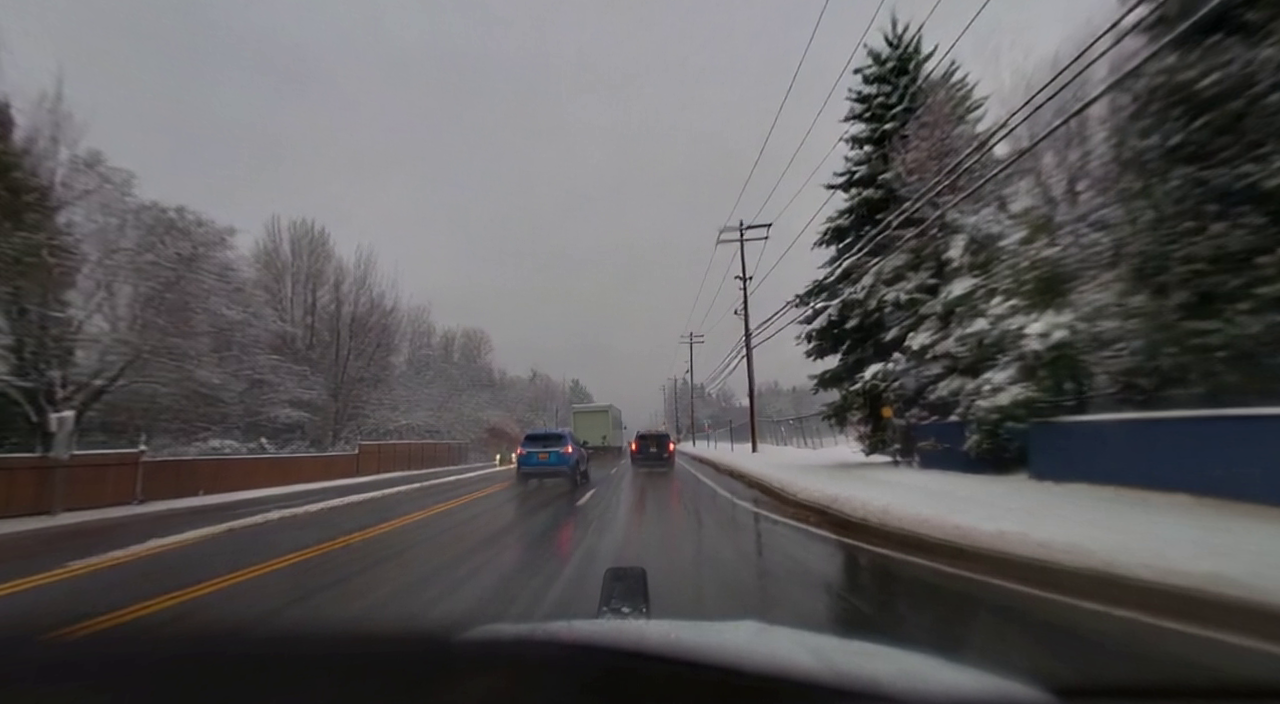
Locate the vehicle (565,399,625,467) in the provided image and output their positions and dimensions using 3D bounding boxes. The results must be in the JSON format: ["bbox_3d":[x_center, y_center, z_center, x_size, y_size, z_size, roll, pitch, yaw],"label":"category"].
[{"bbox_3d":[-2.597,5.231,40.053,2.928,3.658,10.953,-1,-8,0],"label":"vehicle"}]

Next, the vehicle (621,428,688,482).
[{"bbox_3d":[0.480,3.707,22.976,2.174,1.749,4.113,-1,-8,0],"label":"vehicle"}]

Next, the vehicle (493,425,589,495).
[{"bbox_3d":[-2.865,3.257,19.347,2.093,1.832,4.508,-1,-8,2],"label":"vehicle"}]
